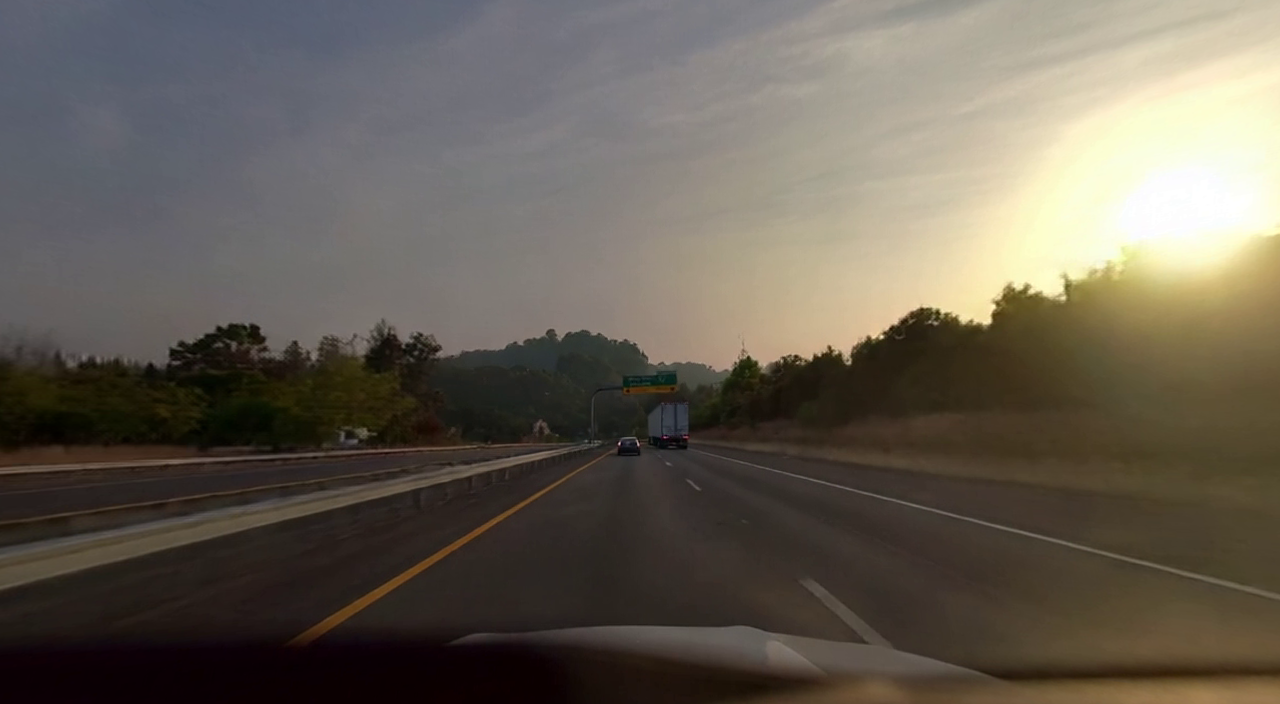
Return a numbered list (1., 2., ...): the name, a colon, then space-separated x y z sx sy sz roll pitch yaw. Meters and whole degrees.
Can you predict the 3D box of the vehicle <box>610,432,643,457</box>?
1. vehicle: -0.856 6.184 42.239 2.095 1.557 3.963 0 -8 0
